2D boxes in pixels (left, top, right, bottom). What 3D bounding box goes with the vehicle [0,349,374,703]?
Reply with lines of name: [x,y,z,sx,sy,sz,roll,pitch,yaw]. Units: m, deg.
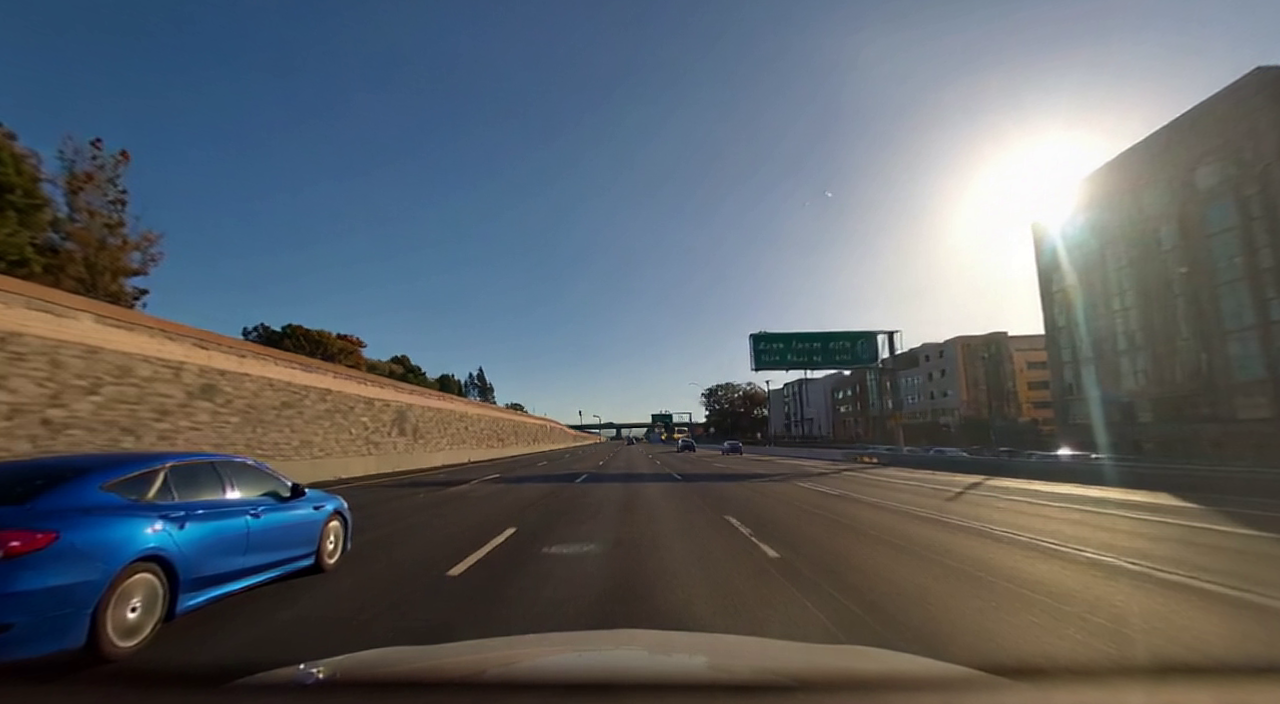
vehicle: [-3.840,1.066,4.451,2.070,1.641,4.315,0,-8,-1]

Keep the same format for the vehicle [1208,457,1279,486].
vehicle: [34.912,6.623,35.136,4.802,1.499,1.848,0,-8,0]
